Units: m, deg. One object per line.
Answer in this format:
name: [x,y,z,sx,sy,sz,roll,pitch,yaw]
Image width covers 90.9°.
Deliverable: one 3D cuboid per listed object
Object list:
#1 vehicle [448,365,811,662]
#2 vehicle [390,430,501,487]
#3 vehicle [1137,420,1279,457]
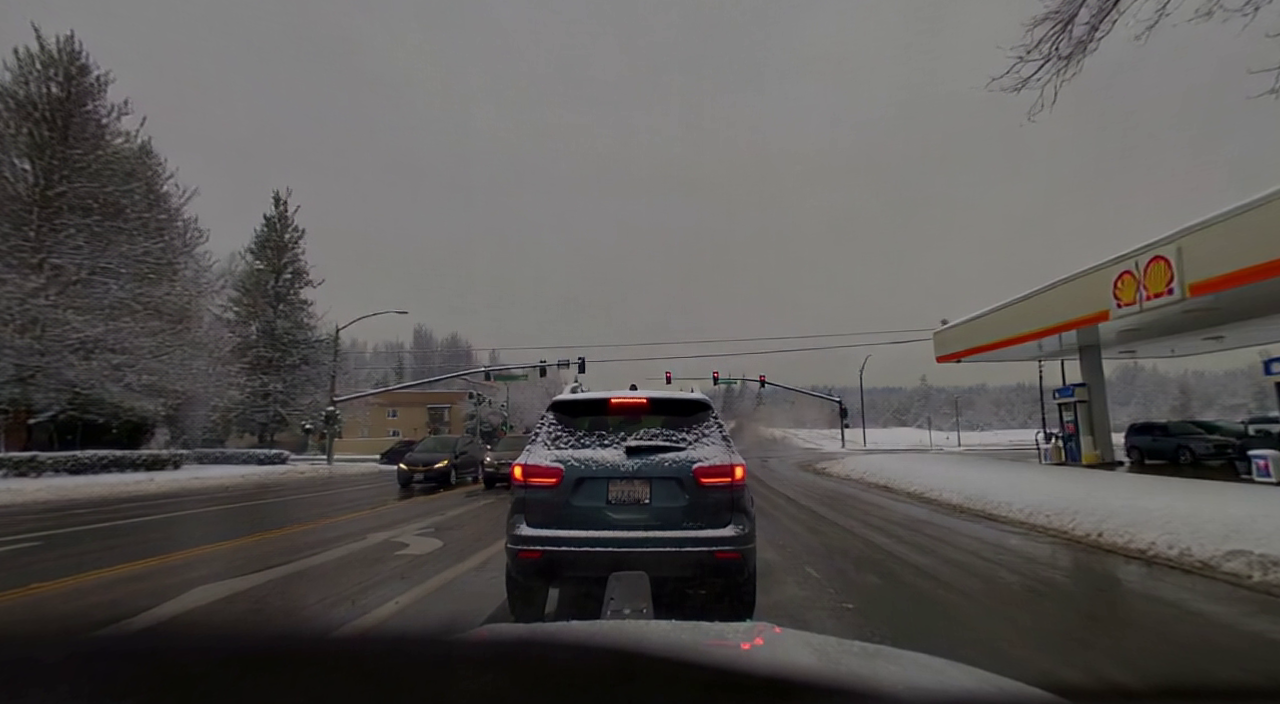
vehicle: [0.016,1.316,6.132,2.236,1.819,4.291,-1,-9,3]
vehicle: [-6.641,3.709,22.179,2.065,1.753,4.525,-1,-9,6]
vehicle: [25.947,3.968,28.777,4.551,1.616,1.973,-2,-9,11]
